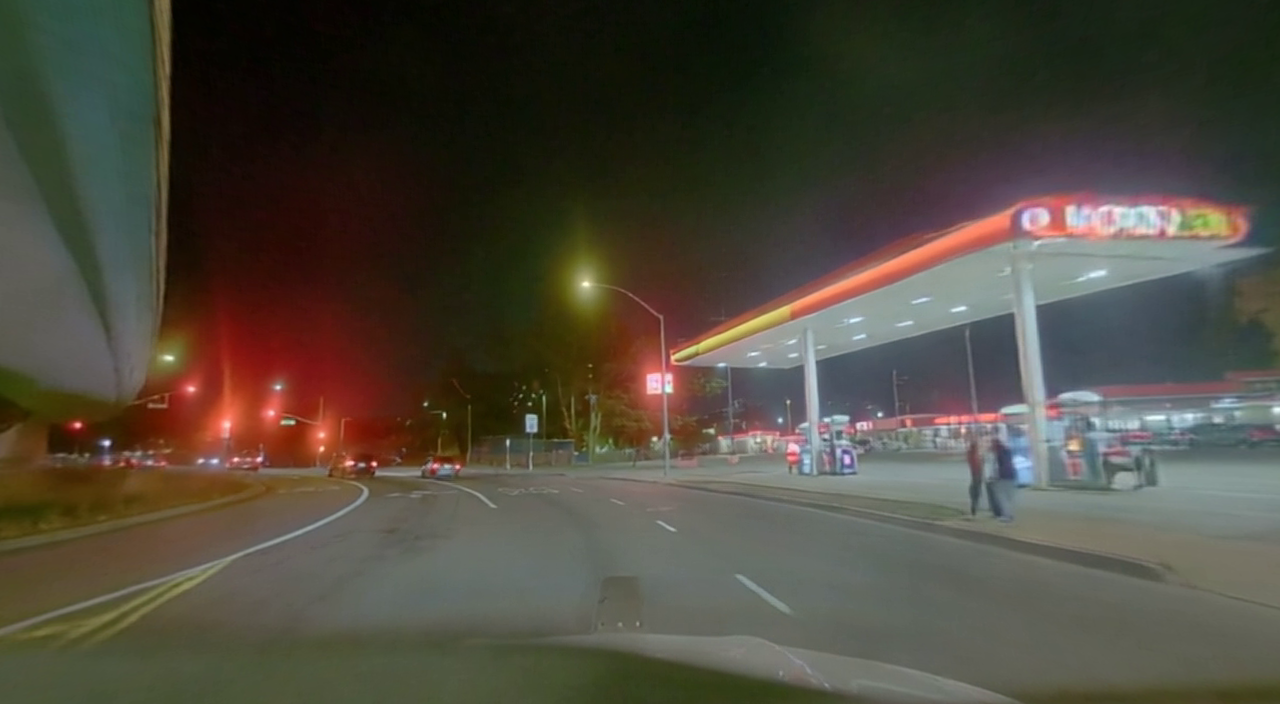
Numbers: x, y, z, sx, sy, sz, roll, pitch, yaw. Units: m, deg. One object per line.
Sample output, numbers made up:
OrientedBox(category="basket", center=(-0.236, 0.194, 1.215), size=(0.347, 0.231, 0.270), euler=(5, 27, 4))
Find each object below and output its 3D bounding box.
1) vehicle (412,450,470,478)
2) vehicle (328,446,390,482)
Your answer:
OrientedBox(category="vehicle", center=(-14.413, 8.019, 45.428), size=(2.202, 1.822, 4.826), euler=(8, -12, -40))
OrientedBox(category="vehicle", center=(-17.160, 6.776, 38.348), size=(2.254, 2.006, 4.766), euler=(7, -11, -37))
